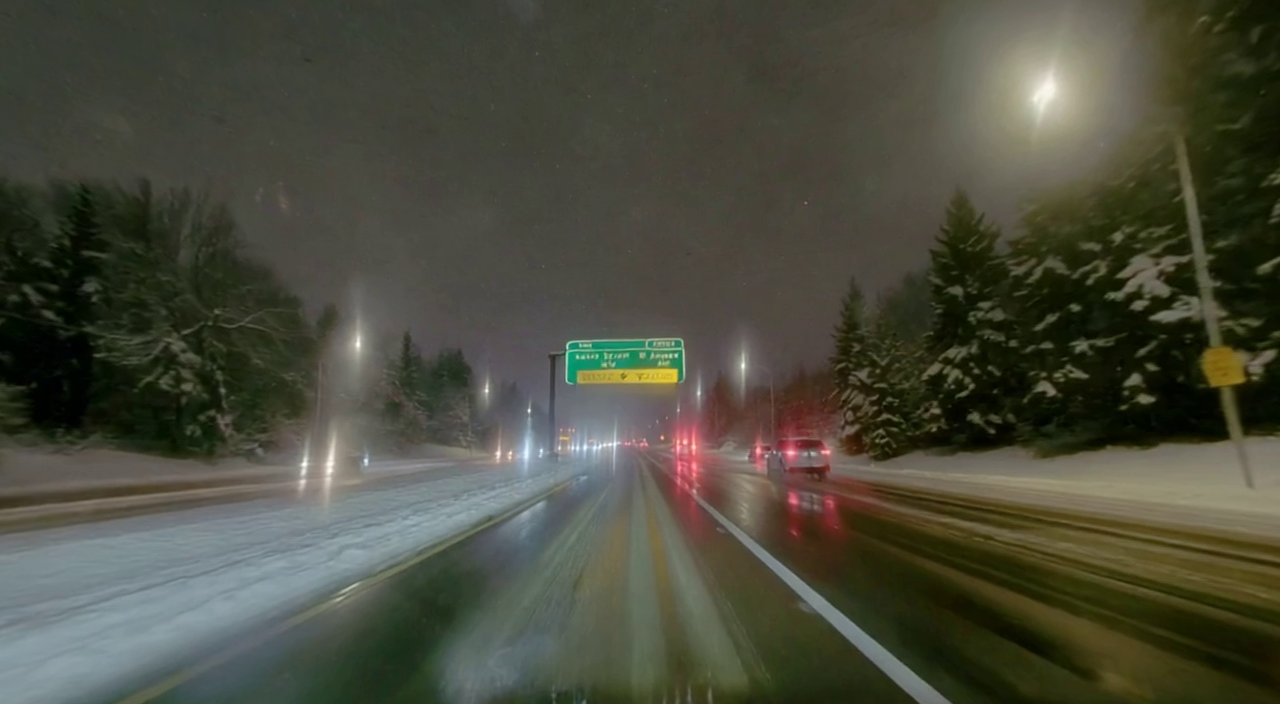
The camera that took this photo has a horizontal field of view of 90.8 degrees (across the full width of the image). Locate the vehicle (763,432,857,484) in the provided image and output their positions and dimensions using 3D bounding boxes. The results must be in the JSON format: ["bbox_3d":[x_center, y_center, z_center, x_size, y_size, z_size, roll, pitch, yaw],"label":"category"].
[{"bbox_3d":[6.671,4.224,25.547,2.244,1.858,5.414,0,-9,-1],"label":"vehicle"}]

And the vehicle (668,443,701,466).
[{"bbox_3d":[3.202,7.518,46.640,2.018,1.600,4.121,0,-9,-2],"label":"vehicle"}]
